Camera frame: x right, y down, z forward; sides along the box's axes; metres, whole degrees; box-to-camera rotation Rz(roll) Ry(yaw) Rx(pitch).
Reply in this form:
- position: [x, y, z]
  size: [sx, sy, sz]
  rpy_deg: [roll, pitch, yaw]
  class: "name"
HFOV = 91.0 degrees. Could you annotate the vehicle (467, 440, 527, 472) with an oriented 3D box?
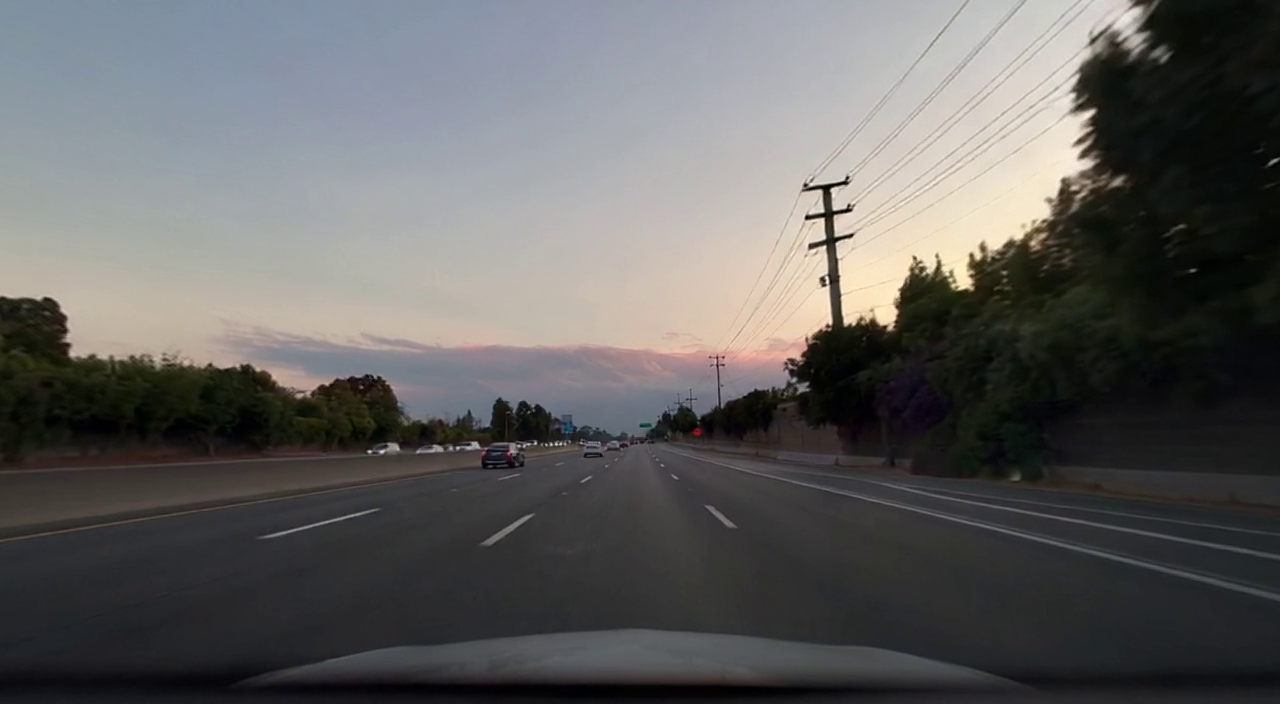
- position: [-7.427, 5.480, 33.224]
  size: [2.034, 1.563, 4.476]
  rpy_deg: [0, -9, 1]
  class: "vehicle"
